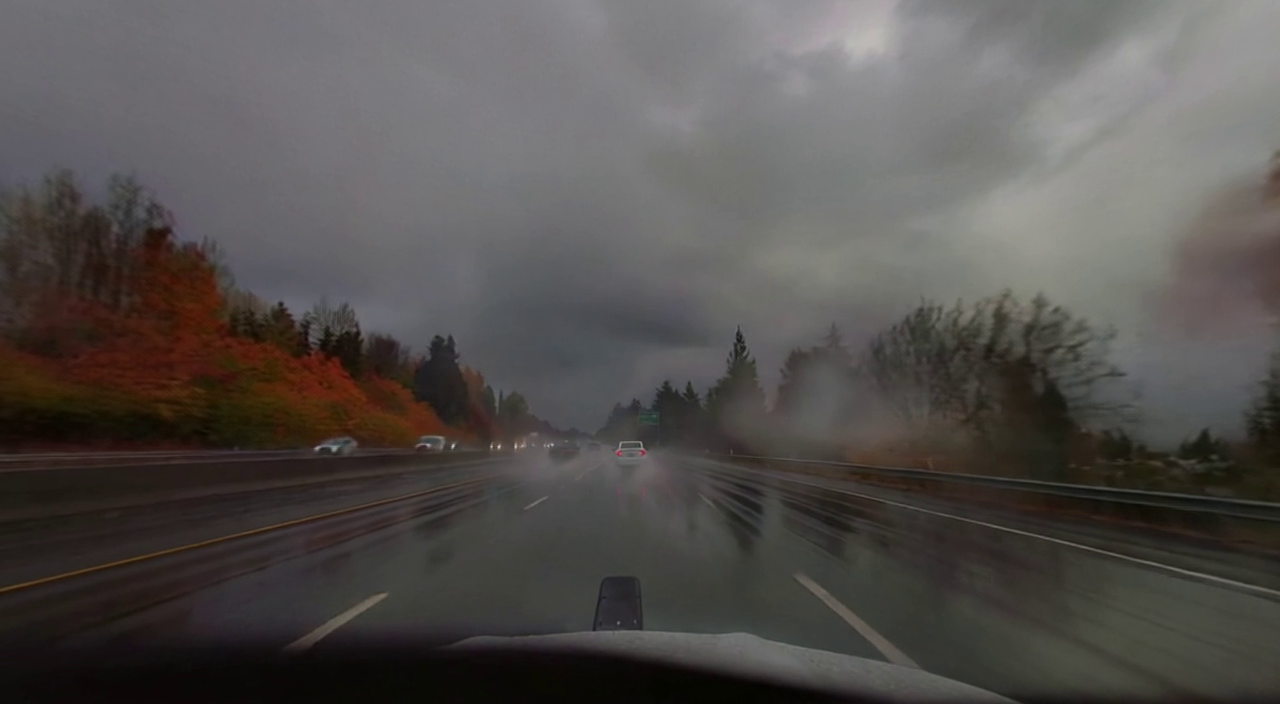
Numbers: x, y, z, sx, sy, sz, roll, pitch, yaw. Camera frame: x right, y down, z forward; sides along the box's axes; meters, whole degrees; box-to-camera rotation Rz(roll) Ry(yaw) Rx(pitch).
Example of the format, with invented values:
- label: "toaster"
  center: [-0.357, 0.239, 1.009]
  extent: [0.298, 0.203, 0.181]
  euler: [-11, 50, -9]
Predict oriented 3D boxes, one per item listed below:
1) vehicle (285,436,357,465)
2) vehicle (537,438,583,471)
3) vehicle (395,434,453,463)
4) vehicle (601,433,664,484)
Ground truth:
- label: "vehicle"
  center: [-18.502, 5.736, 36.565]
  extent: [1.873, 1.586, 4.367]
  euler: [-1, -9, 0]
- label: "vehicle"
  center: [-4.460, 5.818, 35.610]
  extent: [1.974, 1.688, 4.727]
  euler: [-1, -9, 0]
- label: "vehicle"
  center: [-13.292, 6.003, 38.850]
  extent: [1.995, 1.636, 4.605]
  euler: [-1, -9, 0]
- label: "vehicle"
  center: [-0.276, 3.863, 22.992]
  extent: [2.115, 1.661, 4.049]
  euler: [0, -9, 0]
